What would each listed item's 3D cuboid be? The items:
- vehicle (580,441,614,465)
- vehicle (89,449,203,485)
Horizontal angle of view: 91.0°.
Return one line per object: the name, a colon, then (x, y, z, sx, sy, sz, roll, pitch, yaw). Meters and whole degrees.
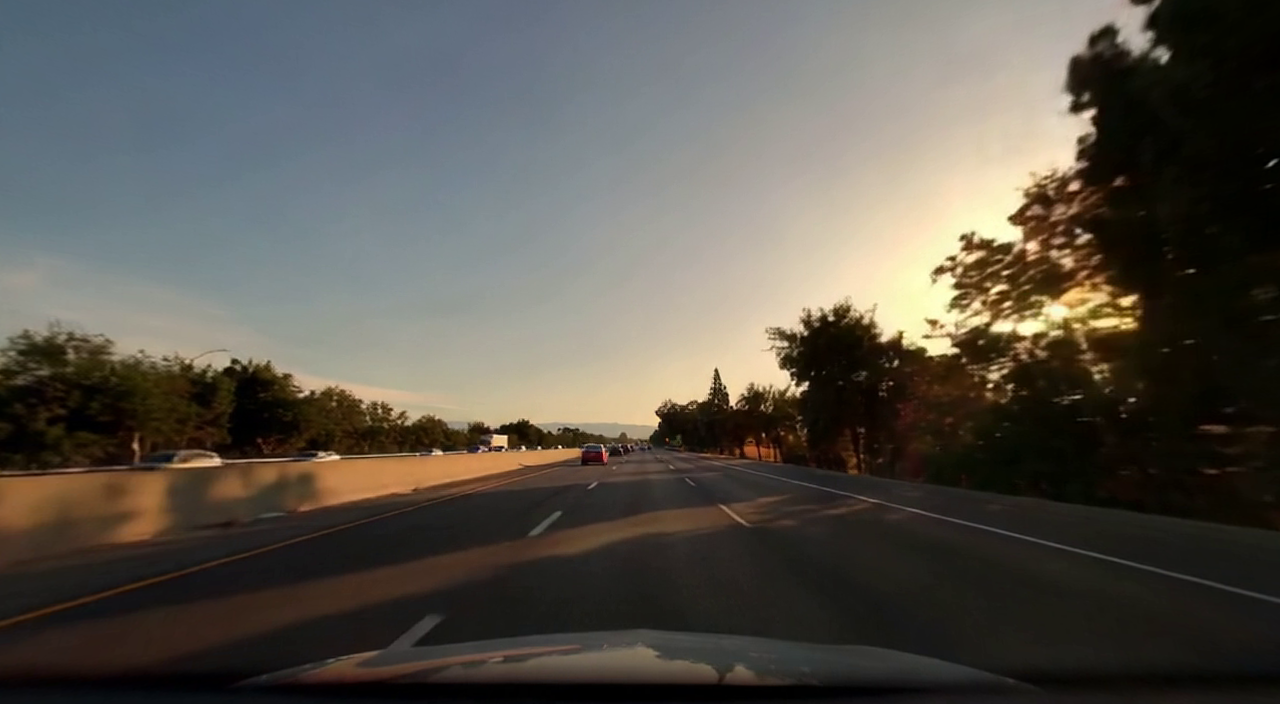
vehicle: (-3.209, 7.667, 47.896, 2.166, 1.723, 4.267, 0, -9, 1)
vehicle: (-24.411, 5.657, 31.370, 1.893, 1.640, 4.541, 0, -9, 0)
